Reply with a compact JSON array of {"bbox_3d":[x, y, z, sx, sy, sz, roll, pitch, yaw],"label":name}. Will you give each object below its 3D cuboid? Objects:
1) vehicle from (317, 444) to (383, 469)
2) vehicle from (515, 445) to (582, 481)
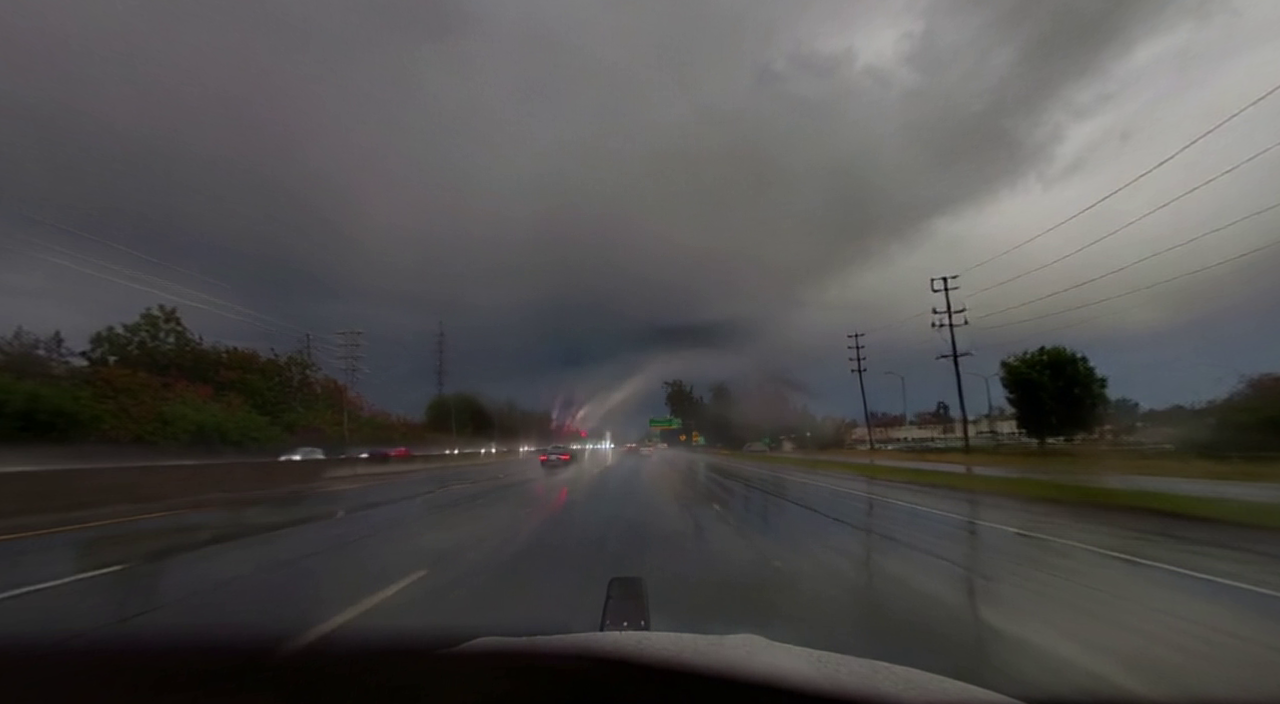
[{"bbox_3d":[-18.008,6.494,39.373,1.876,1.409,4.483,0,-9,1],"label":"vehicle"},{"bbox_3d":[-3.748,4.614,26.595,2.048,1.368,4.613,0,-9,1],"label":"vehicle"}]
